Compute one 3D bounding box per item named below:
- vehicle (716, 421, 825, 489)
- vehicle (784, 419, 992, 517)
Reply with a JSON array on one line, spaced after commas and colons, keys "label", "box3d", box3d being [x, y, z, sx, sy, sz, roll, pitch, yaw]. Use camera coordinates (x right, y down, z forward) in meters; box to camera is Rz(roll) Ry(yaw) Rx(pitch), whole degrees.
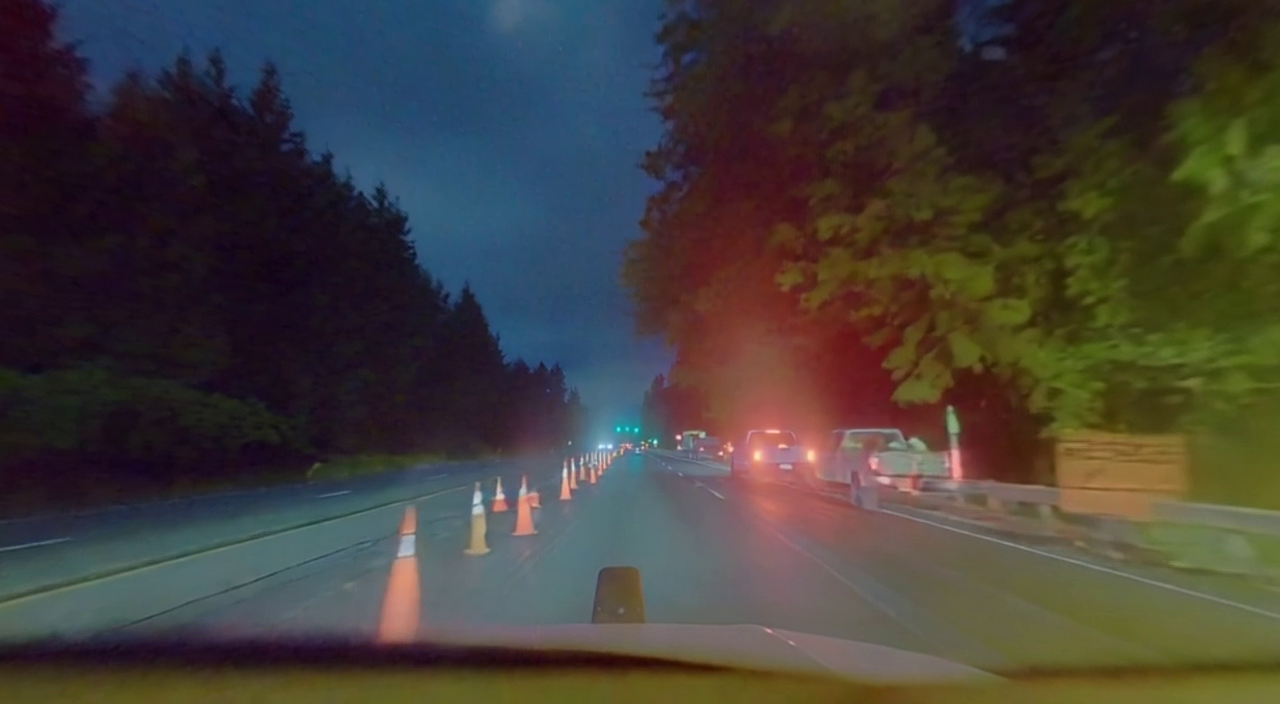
[{"label": "vehicle", "box3d": [4.678, 3.999, 23.925, 2.694, 2.177, 6.177, 1, -11, -1]}, {"label": "vehicle", "box3d": [5.755, 2.800, 15.974, 2.294, 1.949, 6.246, 0, -8, -5]}]
